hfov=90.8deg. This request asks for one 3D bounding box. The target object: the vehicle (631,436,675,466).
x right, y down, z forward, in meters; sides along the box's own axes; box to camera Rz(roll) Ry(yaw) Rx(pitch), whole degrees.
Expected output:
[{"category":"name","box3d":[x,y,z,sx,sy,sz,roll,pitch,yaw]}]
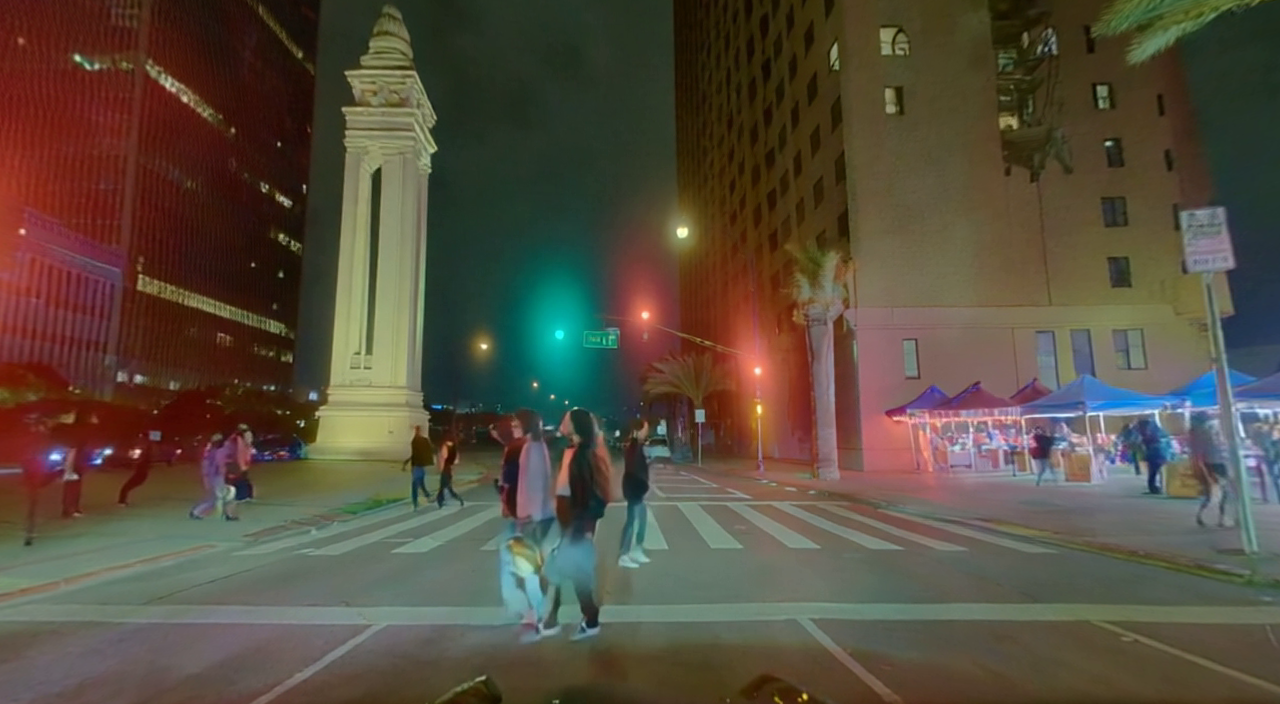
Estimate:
[{"category":"vehicle","box3d":[0.877,7.273,46.544,2.322,2.071,5.366,1,-9,-9]}]

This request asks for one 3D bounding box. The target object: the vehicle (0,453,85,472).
[{"category":"vehicle","box3d":[-46.100,8.445,48.577,2.121,1.294,5.167,0,-8,1]}]
